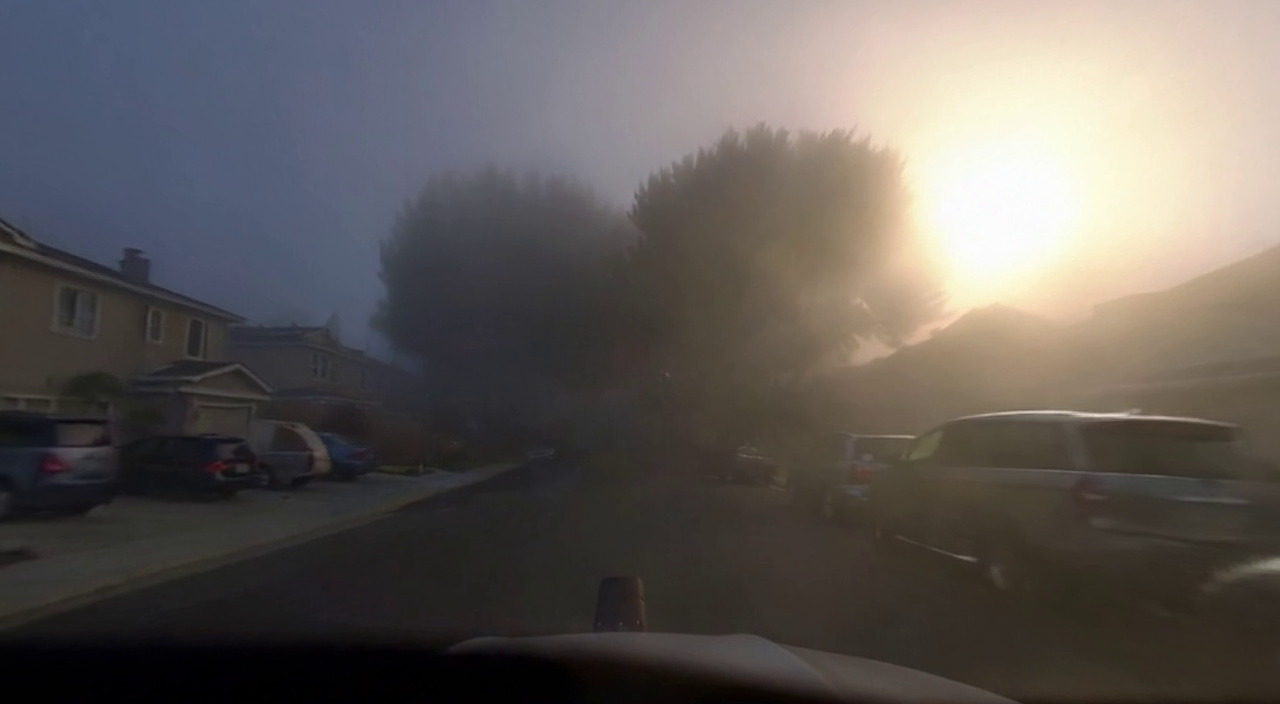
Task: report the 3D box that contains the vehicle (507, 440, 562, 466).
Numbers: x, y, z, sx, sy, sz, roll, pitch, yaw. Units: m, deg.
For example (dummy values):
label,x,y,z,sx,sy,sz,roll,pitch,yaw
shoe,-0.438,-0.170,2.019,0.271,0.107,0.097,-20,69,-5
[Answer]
label,x,y,z,sx,sy,sz,roll,pitch,yaw
vehicle,-6.664,6.247,39.361,2.236,1.459,4.832,3,-9,-23

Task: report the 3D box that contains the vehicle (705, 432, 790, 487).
label,x,y,z,sx,sy,sz,roll,pitch,yaw
vehicle,3.921,3.986,24.067,2.235,1.829,5.194,0,-8,-1

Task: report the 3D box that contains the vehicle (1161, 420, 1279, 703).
label,x,y,z,sx,sy,sz,roll,pitch,yaw
vehicle,3.902,0.764,0.990,2.042,1.456,4.903,0,-8,1

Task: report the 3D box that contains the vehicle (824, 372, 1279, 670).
label,x,y,z,sx,sy,sz,roll,pitch,yaw
vehicle,3.831,1.435,6.699,2.046,1.835,5.411,0,-8,-1

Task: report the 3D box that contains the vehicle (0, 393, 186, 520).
label,x,y,z,sx,sy,sz,roll,pitch,yaw
vehicle,-10.667,1.686,10.318,4.641,1.844,2.243,0,-8,-5
